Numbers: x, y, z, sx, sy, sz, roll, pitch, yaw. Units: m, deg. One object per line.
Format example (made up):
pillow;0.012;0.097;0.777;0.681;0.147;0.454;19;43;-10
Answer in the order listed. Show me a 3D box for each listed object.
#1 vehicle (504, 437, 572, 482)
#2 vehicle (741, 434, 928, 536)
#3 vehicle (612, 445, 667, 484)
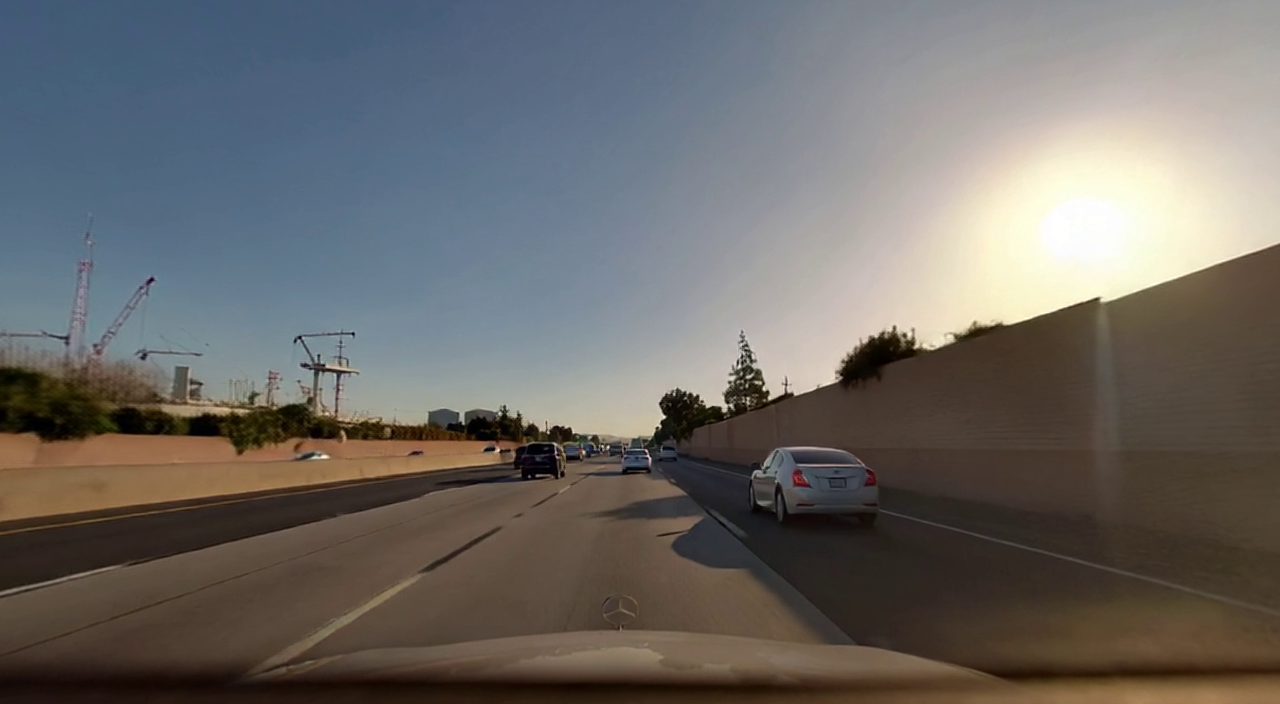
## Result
vehicle;-4.271;4.566;27.124;2.121;1.775;4.335;0;-8;1
vehicle;3.275;2.326;11.748;1.917;1.507;4.540;0;-8;-2
vehicle;-0.047;4.542;25.847;2.045;1.452;4.040;0;-8;-1
